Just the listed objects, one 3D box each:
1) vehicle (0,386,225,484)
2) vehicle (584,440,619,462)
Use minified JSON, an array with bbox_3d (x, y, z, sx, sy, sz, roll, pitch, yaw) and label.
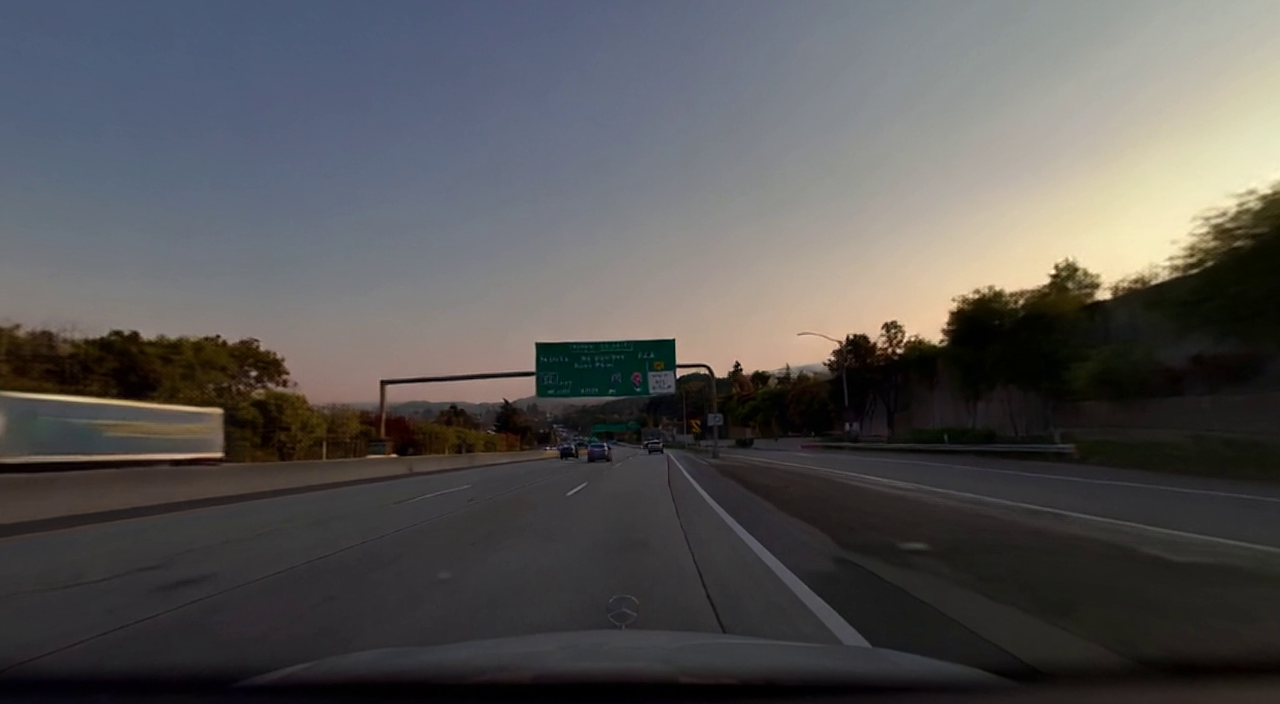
[{"bbox_3d":[-27.118,4.299,32.120,2.800,3.932,13.284,0,-8,1],"label":"vehicle"},{"bbox_3d":[-2.637,6.945,44.348,2.112,1.489,4.266,0,-8,1],"label":"vehicle"}]
